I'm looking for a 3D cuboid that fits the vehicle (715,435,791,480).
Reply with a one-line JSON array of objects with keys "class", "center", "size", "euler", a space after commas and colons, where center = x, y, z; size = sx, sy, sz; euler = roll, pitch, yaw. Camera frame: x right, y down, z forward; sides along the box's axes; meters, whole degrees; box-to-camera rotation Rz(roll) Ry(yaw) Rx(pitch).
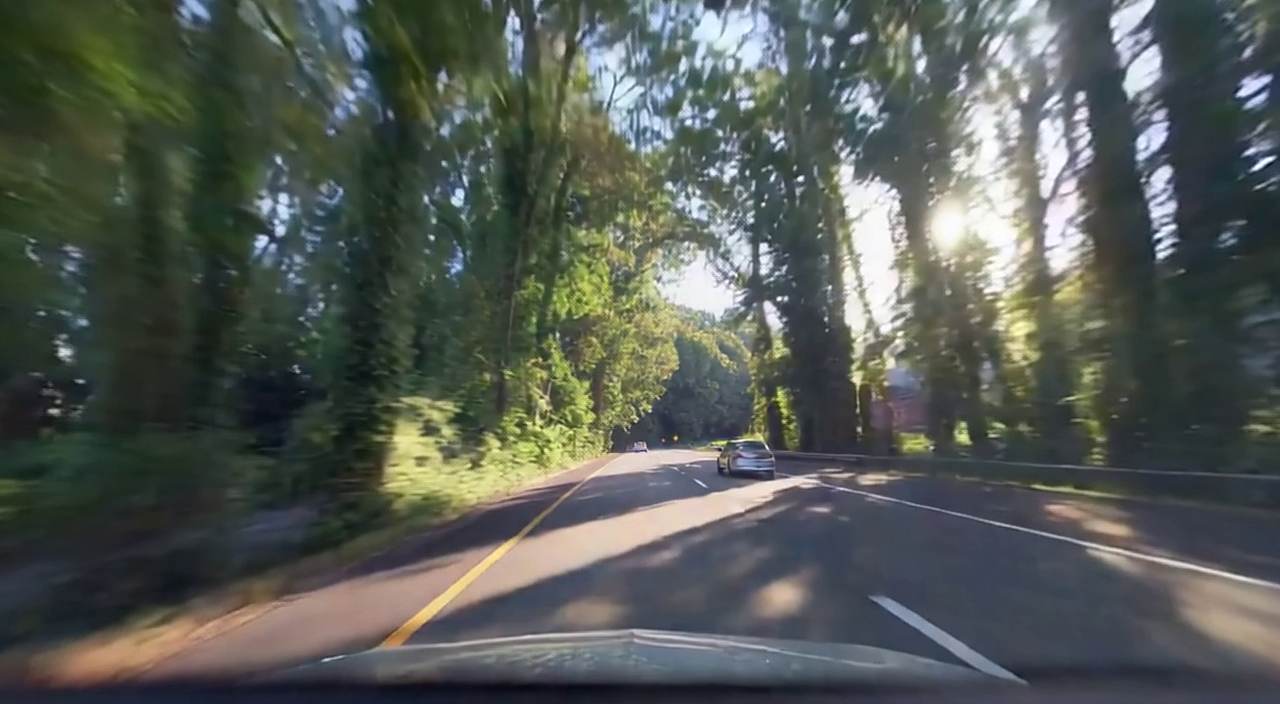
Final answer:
[{"class": "vehicle", "center": [4.150, 3.944, 23.953], "size": [1.905, 1.525, 4.719], "euler": [0, -8, -2]}]
